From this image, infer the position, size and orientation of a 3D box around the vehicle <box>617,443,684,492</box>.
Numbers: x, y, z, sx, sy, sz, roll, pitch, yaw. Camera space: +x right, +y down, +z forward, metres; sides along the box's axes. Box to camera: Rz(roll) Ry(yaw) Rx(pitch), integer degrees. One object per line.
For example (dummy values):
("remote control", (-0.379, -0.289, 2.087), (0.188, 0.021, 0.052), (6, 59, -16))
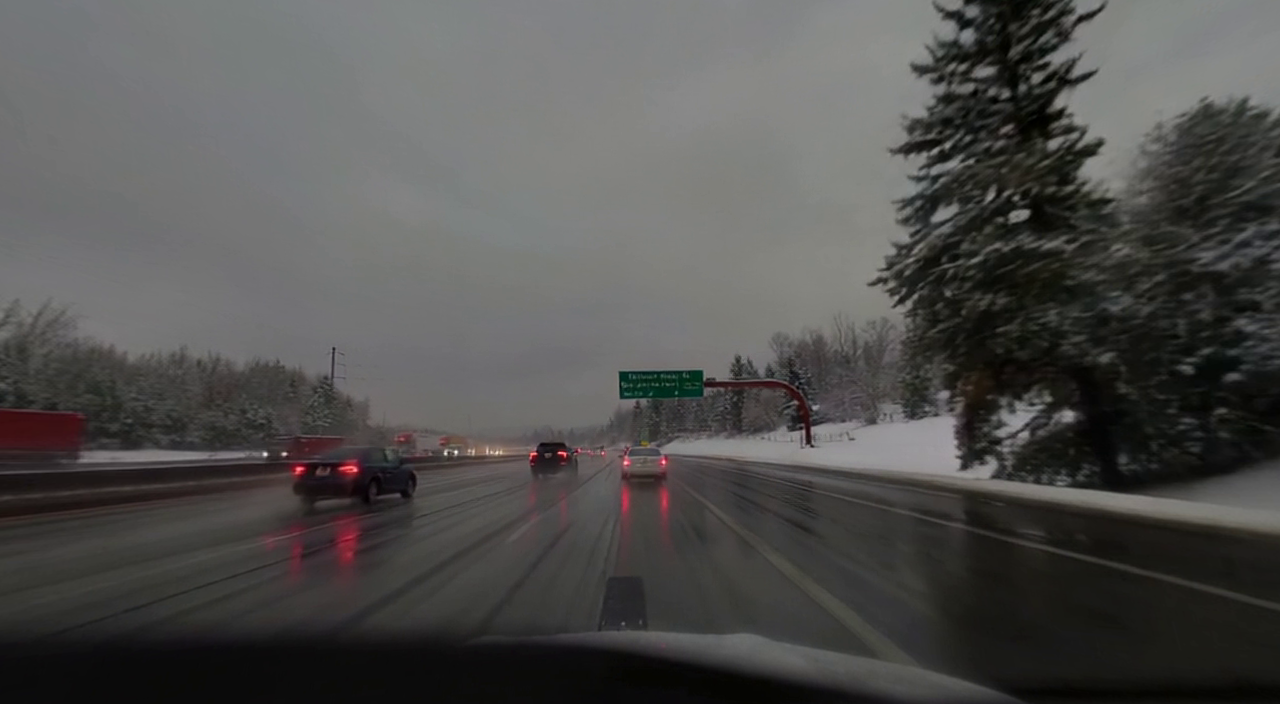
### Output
("vehicle", (0.272, 3.886, 21.614), (2.082, 1.482, 4.126), (0, -8, -2))

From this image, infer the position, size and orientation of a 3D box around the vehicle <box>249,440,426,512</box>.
("vehicle", (-7.066, 2.919, 15.423), (1.974, 1.464, 4.733), (0, -8, 0))

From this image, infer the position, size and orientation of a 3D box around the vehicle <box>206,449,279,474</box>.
("vehicle", (-24.995, 6.877, 39.862), (1.868, 1.472, 4.438), (0, -8, -2))

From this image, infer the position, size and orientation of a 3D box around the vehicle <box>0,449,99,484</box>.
("vehicle", (-28.505, 5.324, 29.769), (1.887, 1.478, 4.790), (0, -8, -3))

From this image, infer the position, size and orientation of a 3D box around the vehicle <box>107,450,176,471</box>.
("vehicle", (-37.254, 8.130, 47.285), (1.786, 1.446, 4.470), (1, -8, -4))

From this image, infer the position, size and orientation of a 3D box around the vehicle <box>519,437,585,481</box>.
("vehicle", (-3.826, 4.752, 28.344), (2.289, 1.777, 4.534), (0, -8, 0))
